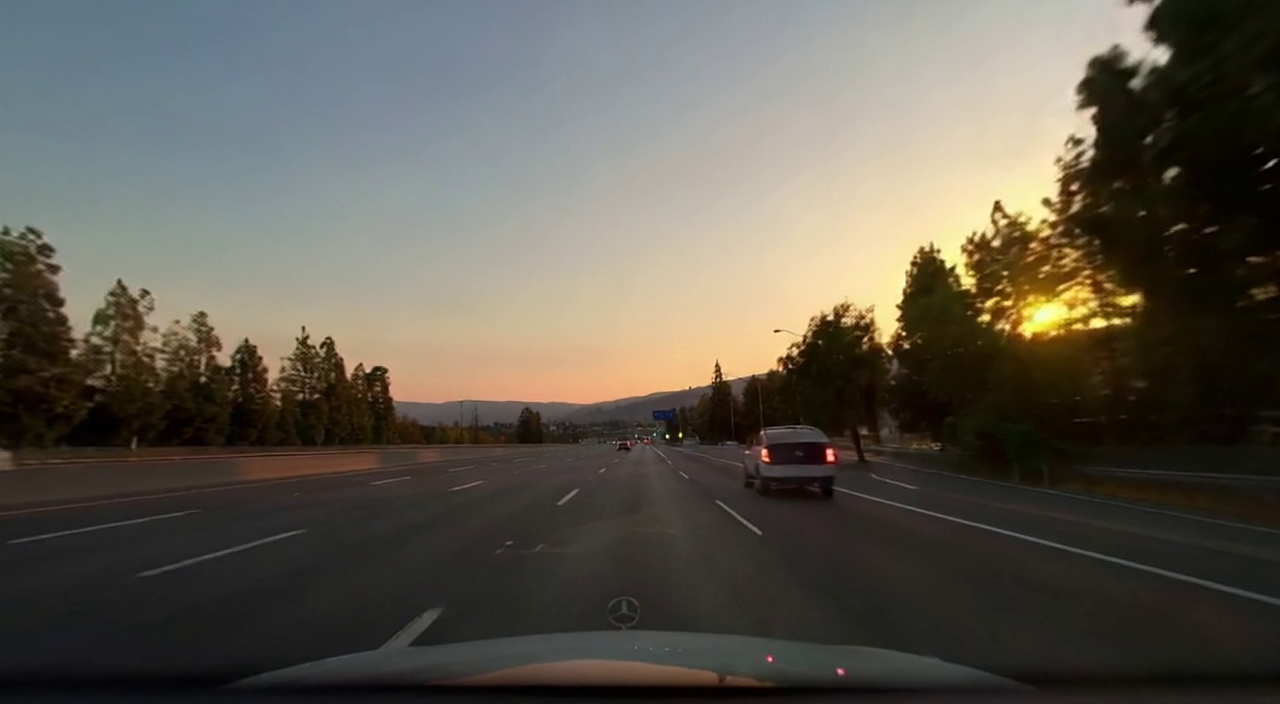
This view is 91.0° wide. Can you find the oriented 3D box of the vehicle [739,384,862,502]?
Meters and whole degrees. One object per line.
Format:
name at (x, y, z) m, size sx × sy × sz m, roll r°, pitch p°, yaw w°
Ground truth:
vehicle at (3.748, 2.177, 15.340) m, size 1.928 × 2.466 × 2.982 m, roll -3°, pitch -8°, yaw -3°
